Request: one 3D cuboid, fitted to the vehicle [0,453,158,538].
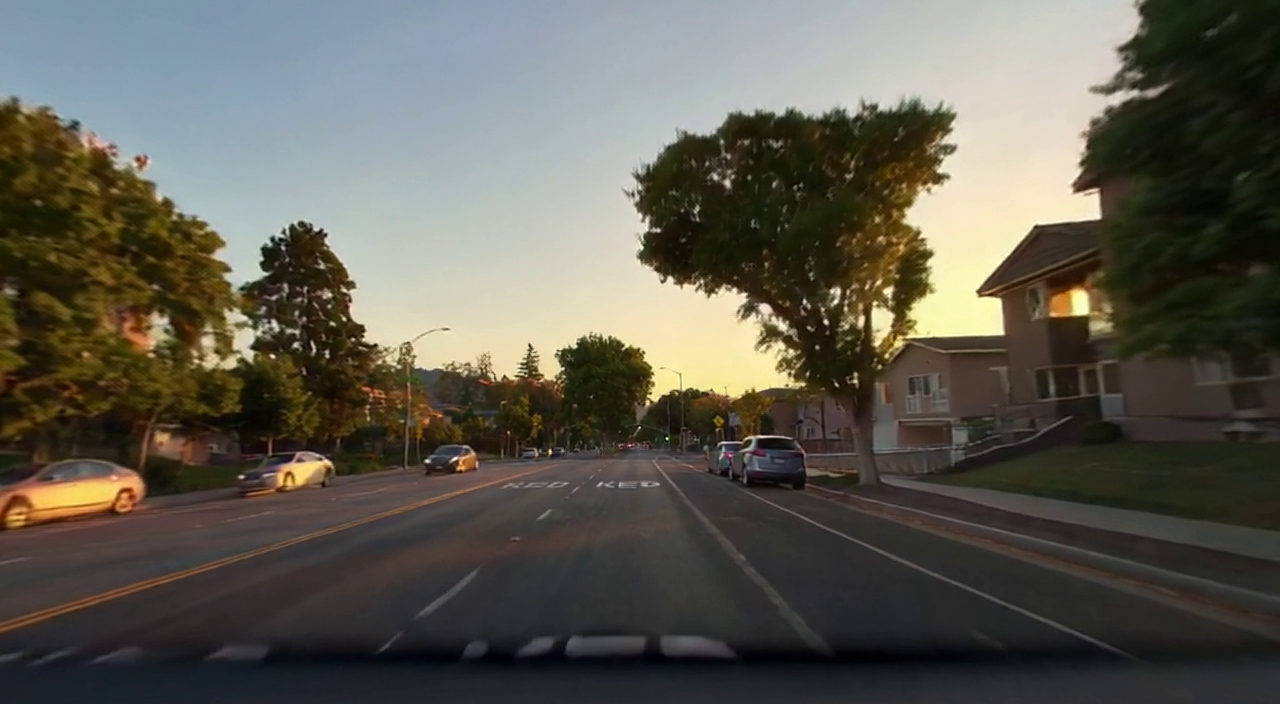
[{"bbox_3d":[-14.036,3.172,14.461,2.163,1.641,4.875,0,-8,0],"label":"vehicle"}]

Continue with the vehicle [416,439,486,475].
[{"bbox_3d":[-9.764,5.474,33.080,2.252,1.737,4.544,0,-8,0],"label":"vehicle"}]

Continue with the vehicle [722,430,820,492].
[{"bbox_3d":[4.084,3.497,20.661,2.220,1.752,4.782,0,-8,0],"label":"vehicle"}]

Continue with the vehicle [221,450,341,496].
[{"bbox_3d":[-14.059,4.720,25.161,1.983,1.608,4.699,0,-8,0],"label":"vehicle"}]
